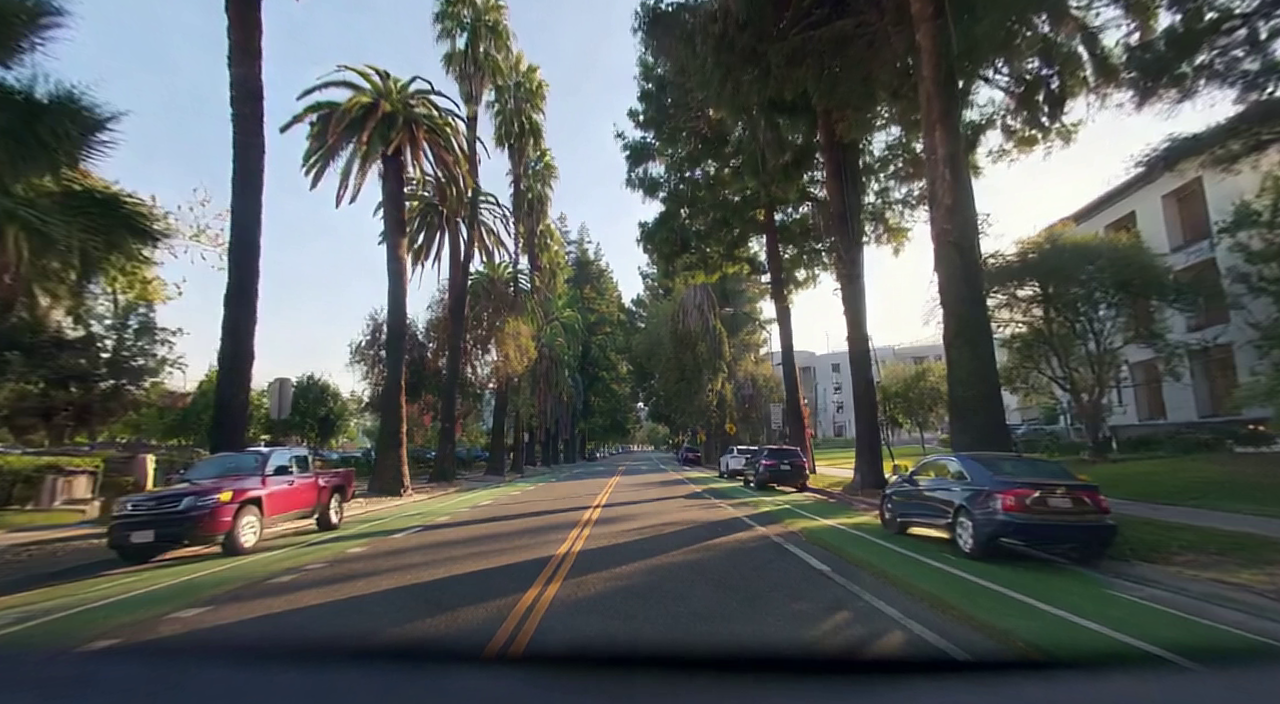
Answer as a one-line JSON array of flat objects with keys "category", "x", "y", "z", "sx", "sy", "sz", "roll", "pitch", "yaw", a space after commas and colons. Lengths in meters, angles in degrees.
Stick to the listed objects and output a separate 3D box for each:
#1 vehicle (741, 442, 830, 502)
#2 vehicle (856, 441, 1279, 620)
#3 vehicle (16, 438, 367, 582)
[{"category": "vehicle", "x": 4.640, "y": 3.888, "z": 20.862, "sx": 2.000, "sy": 1.732, "sz": 4.298, "roll": -1, "pitch": -9, "yaw": 2}, {"category": "vehicle", "x": 4.755, "y": 1.927, "z": 7.964, "sx": 2.141, "sy": 1.480, "sz": 5.016, "roll": 0, "pitch": -9, "yaw": -2}, {"category": "vehicle", "x": -6.902, "y": 2.410, "z": 10.775, "sx": 2.220, "sy": 1.786, "sz": 5.161, "roll": -1, "pitch": -8, "yaw": 0}]
